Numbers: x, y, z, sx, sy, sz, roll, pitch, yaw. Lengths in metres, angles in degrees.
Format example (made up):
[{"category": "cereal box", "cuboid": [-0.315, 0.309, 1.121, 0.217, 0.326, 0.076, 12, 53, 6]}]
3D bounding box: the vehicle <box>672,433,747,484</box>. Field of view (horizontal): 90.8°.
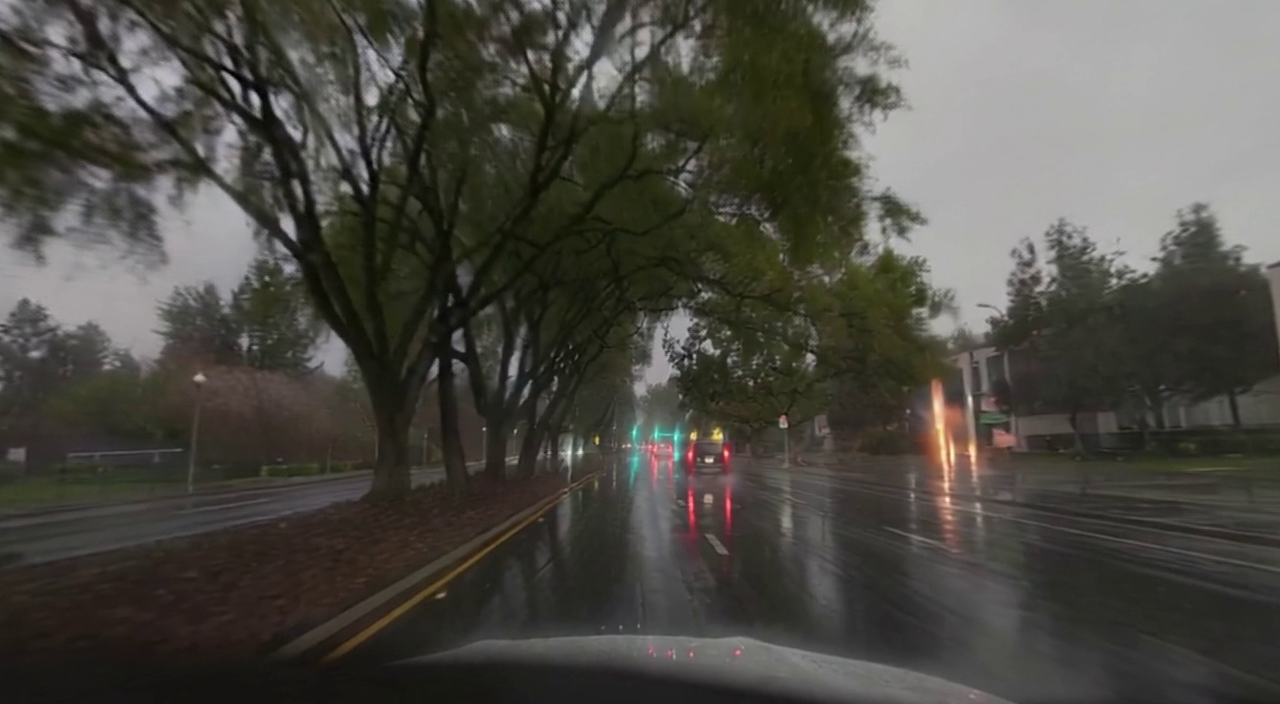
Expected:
[{"category": "vehicle", "cuboid": [2.548, 4.069, 24.454, 2.240, 1.740, 4.605, 0, -8, -2]}]
